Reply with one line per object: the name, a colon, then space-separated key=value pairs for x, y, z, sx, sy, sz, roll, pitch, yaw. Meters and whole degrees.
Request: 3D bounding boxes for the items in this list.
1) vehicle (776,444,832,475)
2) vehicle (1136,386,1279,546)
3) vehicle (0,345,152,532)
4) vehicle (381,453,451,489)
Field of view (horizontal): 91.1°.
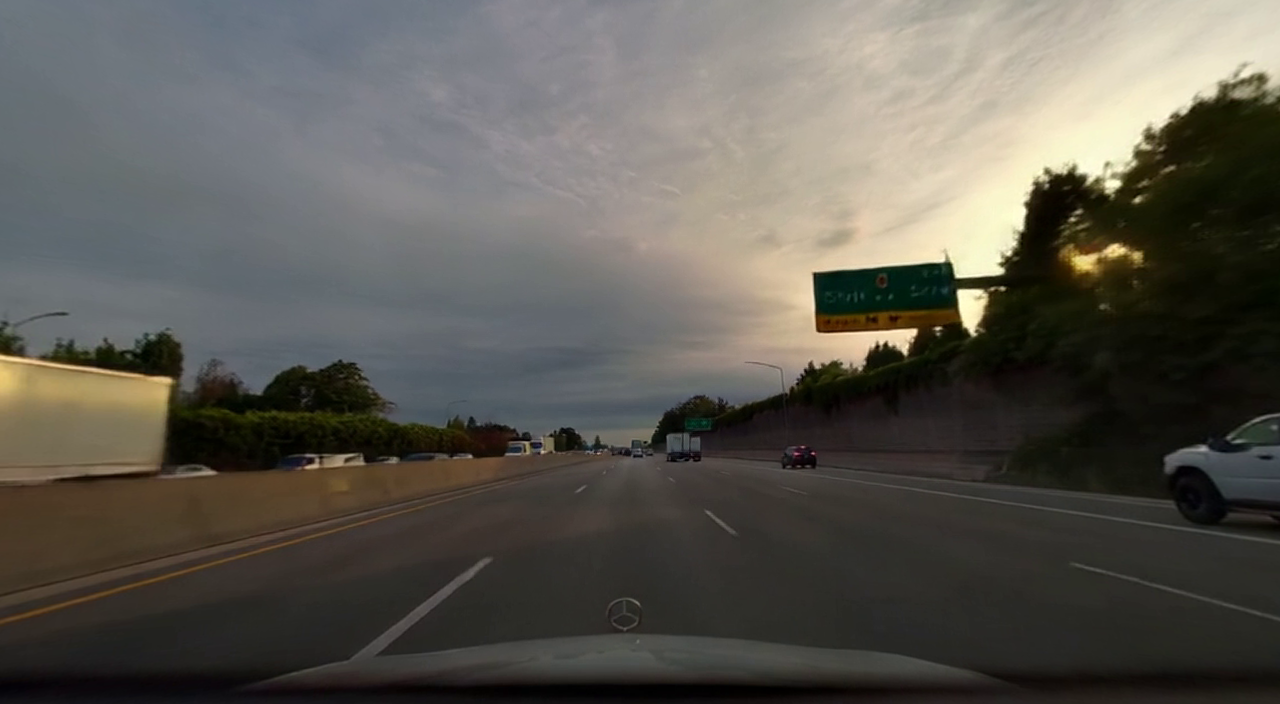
vehicle: x=9.517 y=6.279 z=36.889 sx=1.950 sy=1.632 sz=4.845 roll=0 pitch=-9 yaw=-1
vehicle: x=9.390 y=1.388 z=7.584 sx=2.184 sy=2.052 sz=5.650 roll=0 pitch=-9 yaw=1
vehicle: x=-16.049 y=1.407 z=10.573 sx=3.520 sy=4.128 sz=15.275 roll=0 pitch=-9 yaw=0
vehicle: x=-9.944 y=5.292 z=28.206 sx=1.782 sy=1.439 sz=3.702 roll=0 pitch=-9 yaw=0
